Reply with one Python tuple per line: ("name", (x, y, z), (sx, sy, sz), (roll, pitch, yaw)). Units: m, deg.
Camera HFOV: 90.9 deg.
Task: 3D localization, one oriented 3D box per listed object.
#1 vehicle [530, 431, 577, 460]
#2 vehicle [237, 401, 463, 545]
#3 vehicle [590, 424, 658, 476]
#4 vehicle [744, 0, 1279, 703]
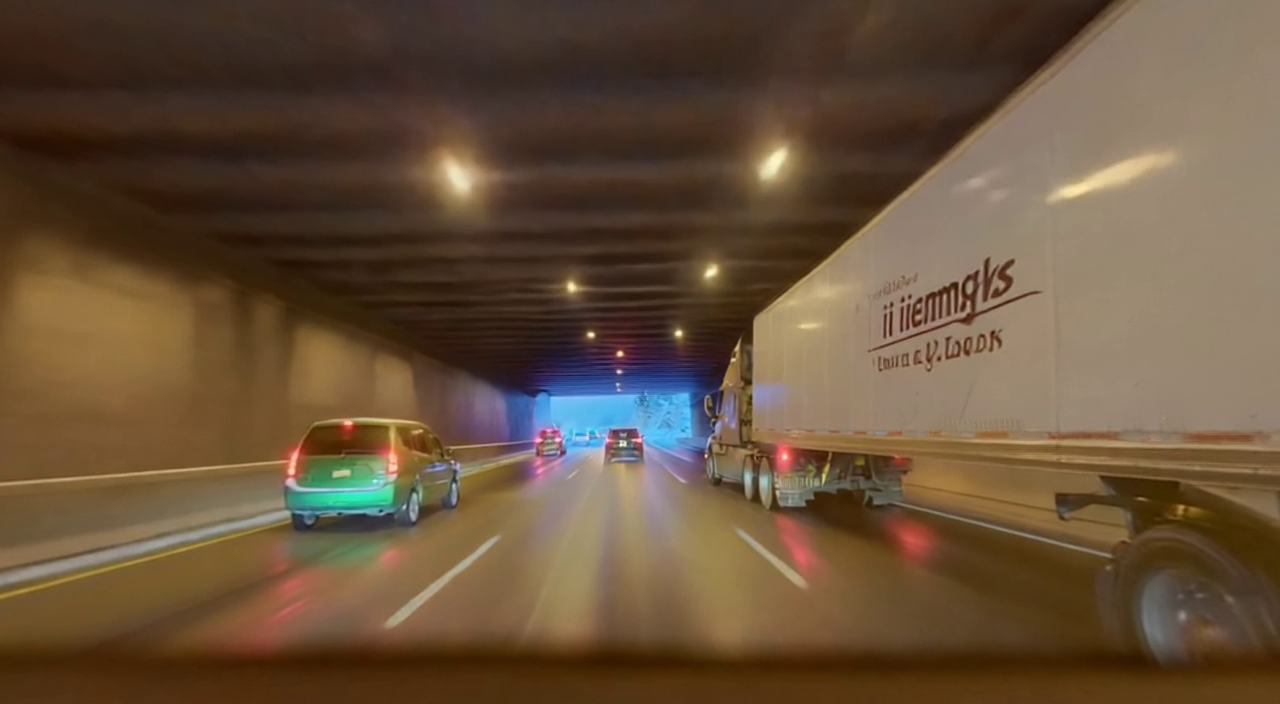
("vehicle", (-4.611, 5.052, 34.273), (2.019, 1.435, 4.317), (0, -8, -1))
("vehicle", (-3.840, 1.621, 8.936), (1.826, 1.695, 2.870), (0, -8, -1))
("vehicle", (-0.528, 3.321, 21.561), (2.094, 1.600, 3.666), (0, -8, -1))
("vehicle", (3.795, 0.101, 6.214), (2.842, 4.108, 14.081), (0, -8, -1))
